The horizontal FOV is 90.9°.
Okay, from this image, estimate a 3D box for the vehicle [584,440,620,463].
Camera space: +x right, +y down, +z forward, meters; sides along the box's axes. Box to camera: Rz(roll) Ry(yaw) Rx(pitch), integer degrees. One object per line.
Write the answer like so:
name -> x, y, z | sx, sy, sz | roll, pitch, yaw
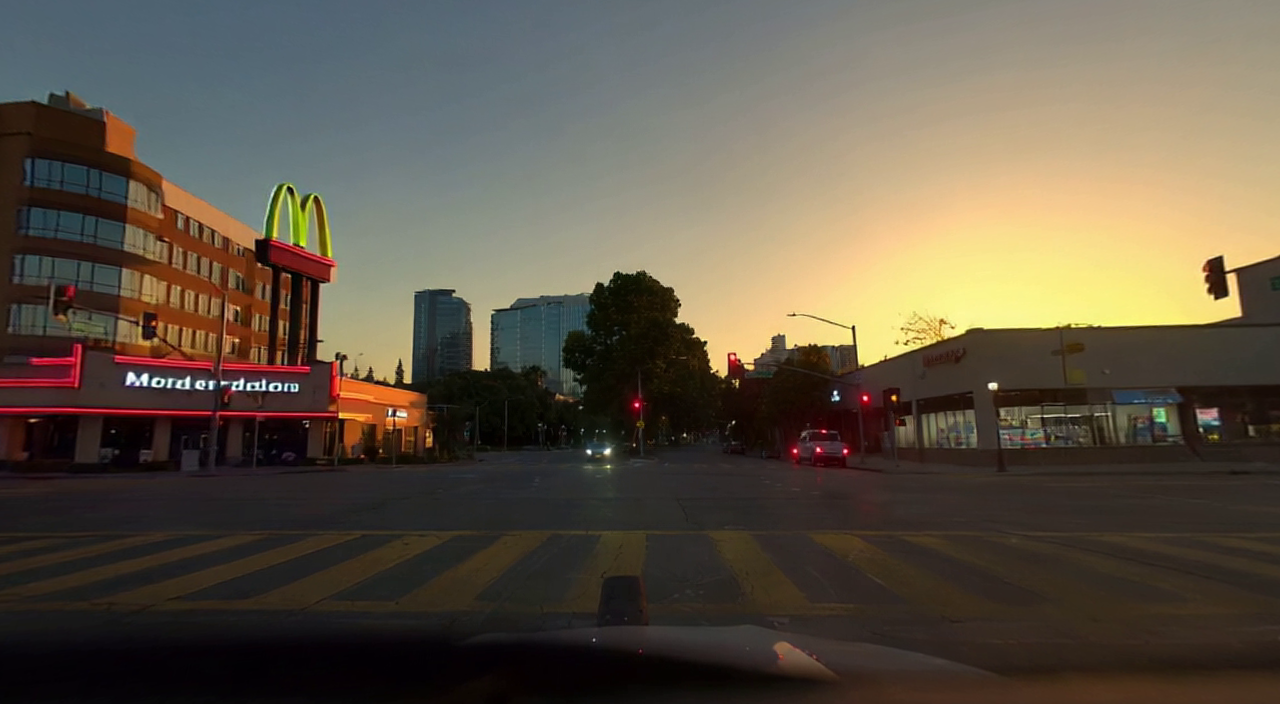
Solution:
vehicle -> -2.512, 6.699, 42.491 | 2.104, 1.468, 4.195 | 0, -8, 1
